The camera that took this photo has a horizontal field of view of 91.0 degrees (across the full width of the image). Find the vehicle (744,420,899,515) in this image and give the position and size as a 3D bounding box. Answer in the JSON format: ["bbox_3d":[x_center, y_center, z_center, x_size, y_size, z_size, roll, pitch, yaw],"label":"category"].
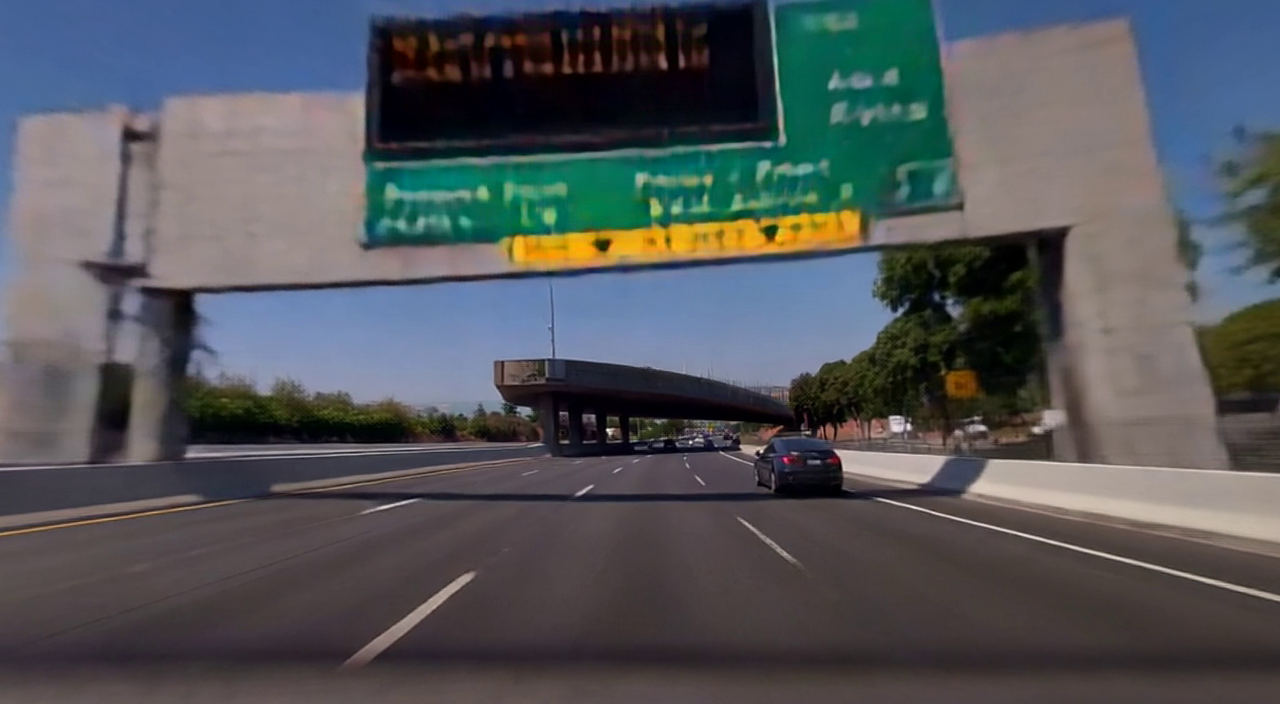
[{"bbox_3d":[3.679,2.437,13.716,2.090,1.715,4.228,0,-8,0],"label":"vehicle"}]

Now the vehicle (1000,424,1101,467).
[{"bbox_3d":[19.688,4.509,30.494,2.165,1.867,4.641,-1,-8,7],"label":"vehicle"}]

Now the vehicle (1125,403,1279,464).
[{"bbox_3d":[23.075,3.254,24.930,5.707,2.048,2.282,-10,-13,32],"label":"vehicle"}]
